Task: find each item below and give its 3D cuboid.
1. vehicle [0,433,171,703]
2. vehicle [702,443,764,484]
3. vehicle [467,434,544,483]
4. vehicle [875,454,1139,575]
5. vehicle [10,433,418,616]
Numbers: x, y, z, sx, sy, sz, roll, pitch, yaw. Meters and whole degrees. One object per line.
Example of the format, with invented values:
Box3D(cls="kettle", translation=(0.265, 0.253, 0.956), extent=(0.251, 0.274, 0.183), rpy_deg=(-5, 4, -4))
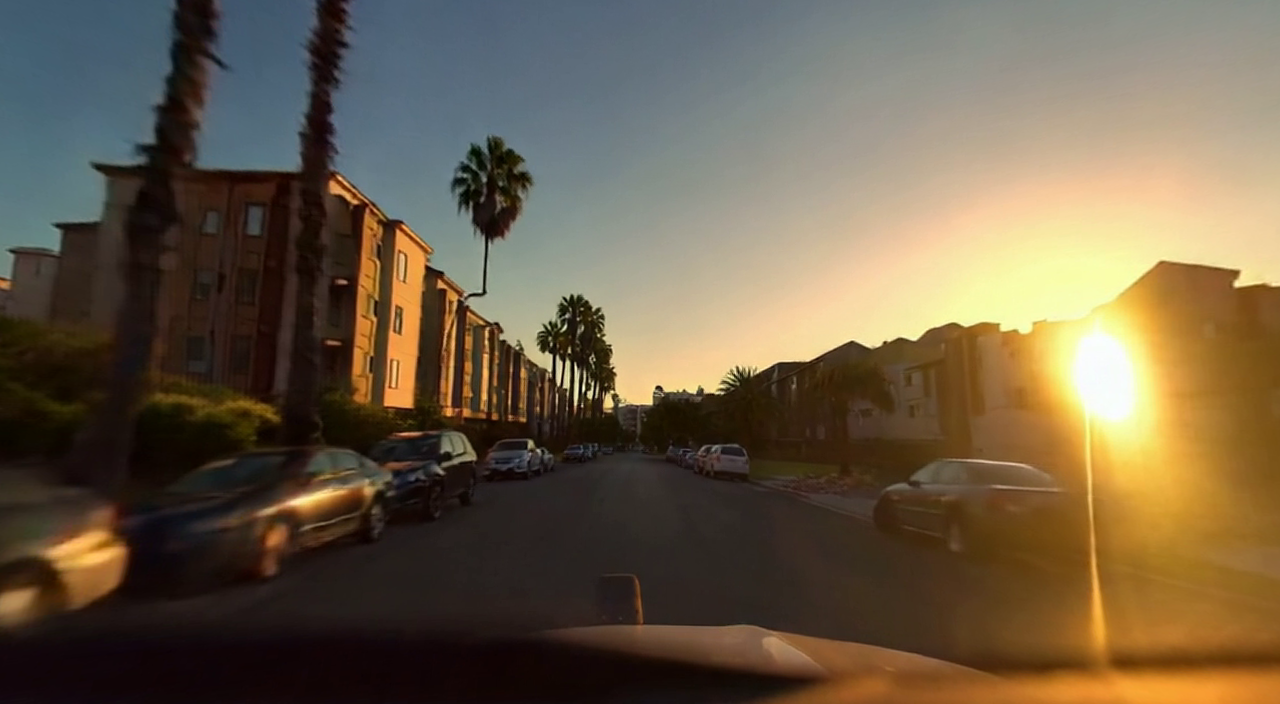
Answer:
Box3D(cls="vehicle", translation=(-4.425, 0.972, 2.079), extent=(2.066, 1.506, 4.719), rpy_deg=(1, -9, 1))
Box3D(cls="vehicle", translation=(4.333, 5.276, 30.287), extent=(1.969, 1.782, 4.677), rpy_deg=(1, -9, -4))
Box3D(cls="vehicle", translation=(-5.735, 4.658, 27.830), extent=(2.358, 1.905, 5.615), rpy_deg=(0, -9, -2))
Box3D(cls="vehicle", translation=(5.293, 2.337, 9.774), extent=(1.812, 1.461, 3.575), rpy_deg=(0, -9, -2))
Box3D(cls="vehicle", translation=(-4.390, 1.797, 7.594), extent=(1.840, 1.464, 4.368), rpy_deg=(2, -9, -1))
